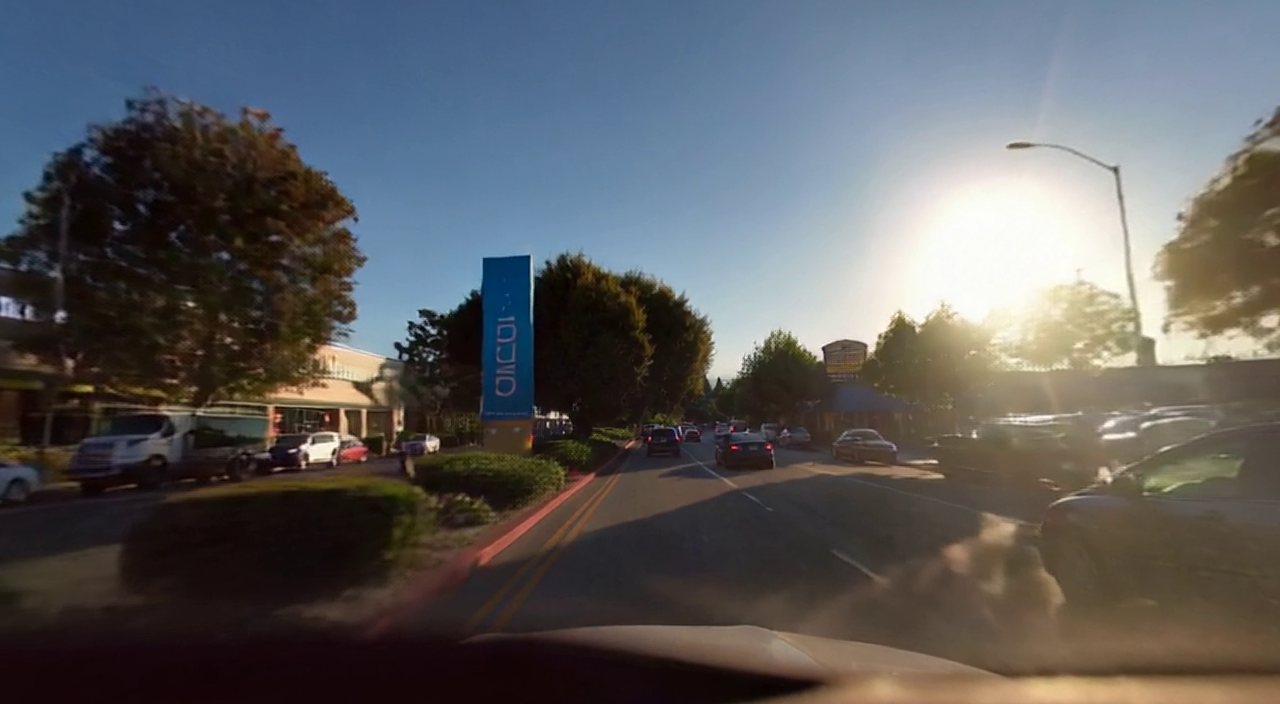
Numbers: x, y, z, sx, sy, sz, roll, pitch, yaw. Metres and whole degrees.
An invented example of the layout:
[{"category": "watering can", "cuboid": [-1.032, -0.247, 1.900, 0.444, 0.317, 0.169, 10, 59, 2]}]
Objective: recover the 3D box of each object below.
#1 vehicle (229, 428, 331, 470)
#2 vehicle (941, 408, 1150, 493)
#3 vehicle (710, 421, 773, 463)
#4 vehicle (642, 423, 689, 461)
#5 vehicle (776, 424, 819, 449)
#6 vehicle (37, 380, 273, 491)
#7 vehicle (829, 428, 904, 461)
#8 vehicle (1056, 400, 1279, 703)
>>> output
[{"category": "vehicle", "cuboid": [-18.083, 4.907, 31.933, 1.948, 1.965, 5.421, 0, -8, 0]}, {"category": "vehicle", "cuboid": [10.849, 2.710, 17.498, 2.318, 1.974, 5.282, 0, -8, 1]}, {"category": "vehicle", "cuboid": [4.393, 4.003, 27.838, 2.115, 1.692, 4.189, 0, -8, 1]}, {"category": "vehicle", "cuboid": [1.199, 4.268, 29.877, 2.098, 1.682, 3.778, 0, -8, 2]}, {"category": "vehicle", "cuboid": [11.566, 6.260, 46.324, 2.123, 1.726, 4.520, 0, -8, 2]}, {"category": "vehicle", "cuboid": [-18.100, 3.267, 24.377, 2.811, 3.604, 7.566, 0, -8, 2]}, {"category": "vehicle", "cuboid": [11.471, 4.721, 32.142, 2.110, 1.535, 4.506, 0, -8, -1]}, {"category": "vehicle", "cuboid": [3.926, 0.856, 2.182, 1.908, 1.463, 4.506, 0, -8, 1]}]
